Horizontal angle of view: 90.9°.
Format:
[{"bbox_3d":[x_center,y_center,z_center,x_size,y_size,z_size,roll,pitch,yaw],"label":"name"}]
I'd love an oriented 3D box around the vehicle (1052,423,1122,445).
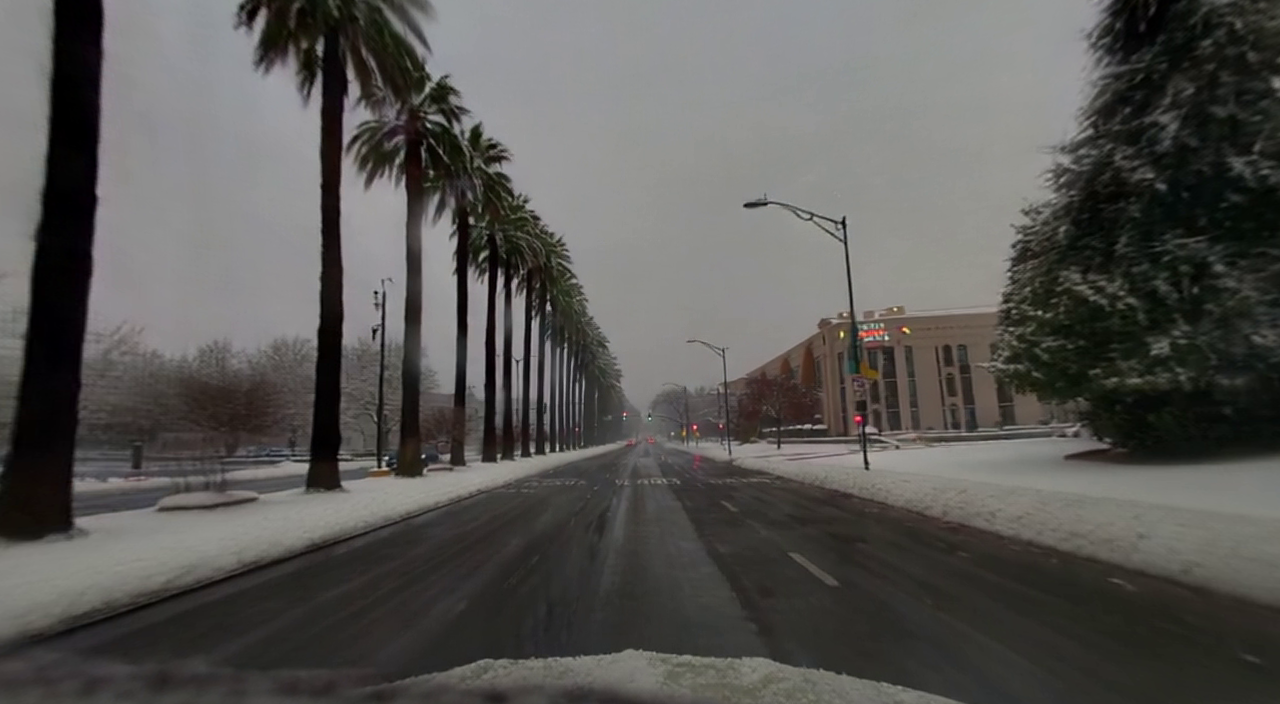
[{"bbox_3d":[34.588,6.410,48.947,1.820,1.571,4.697,0,-8,-3],"label":"vehicle"}]
